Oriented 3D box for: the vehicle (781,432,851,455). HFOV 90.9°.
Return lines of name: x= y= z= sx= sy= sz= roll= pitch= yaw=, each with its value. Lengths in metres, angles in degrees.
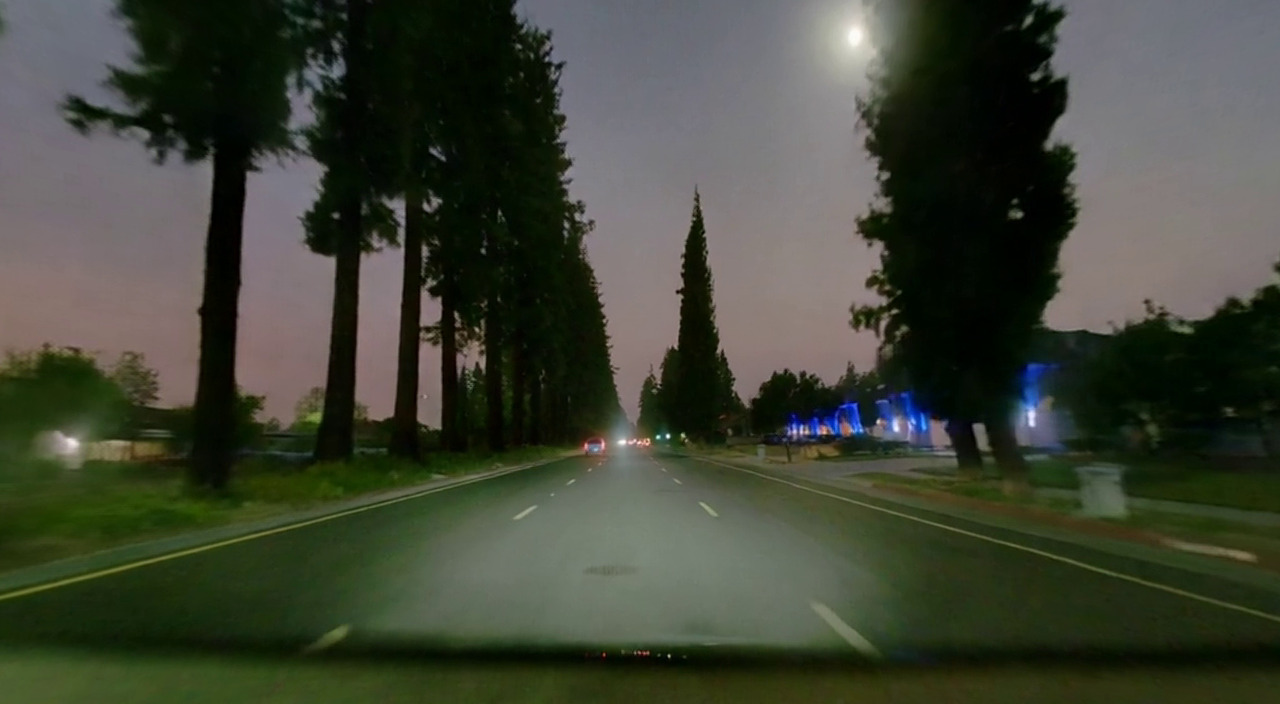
vehicle: x=12.206 y=6.339 z=43.739 sx=4.630 sy=1.461 sz=1.817 roll=4 pitch=-9 yaw=-27
